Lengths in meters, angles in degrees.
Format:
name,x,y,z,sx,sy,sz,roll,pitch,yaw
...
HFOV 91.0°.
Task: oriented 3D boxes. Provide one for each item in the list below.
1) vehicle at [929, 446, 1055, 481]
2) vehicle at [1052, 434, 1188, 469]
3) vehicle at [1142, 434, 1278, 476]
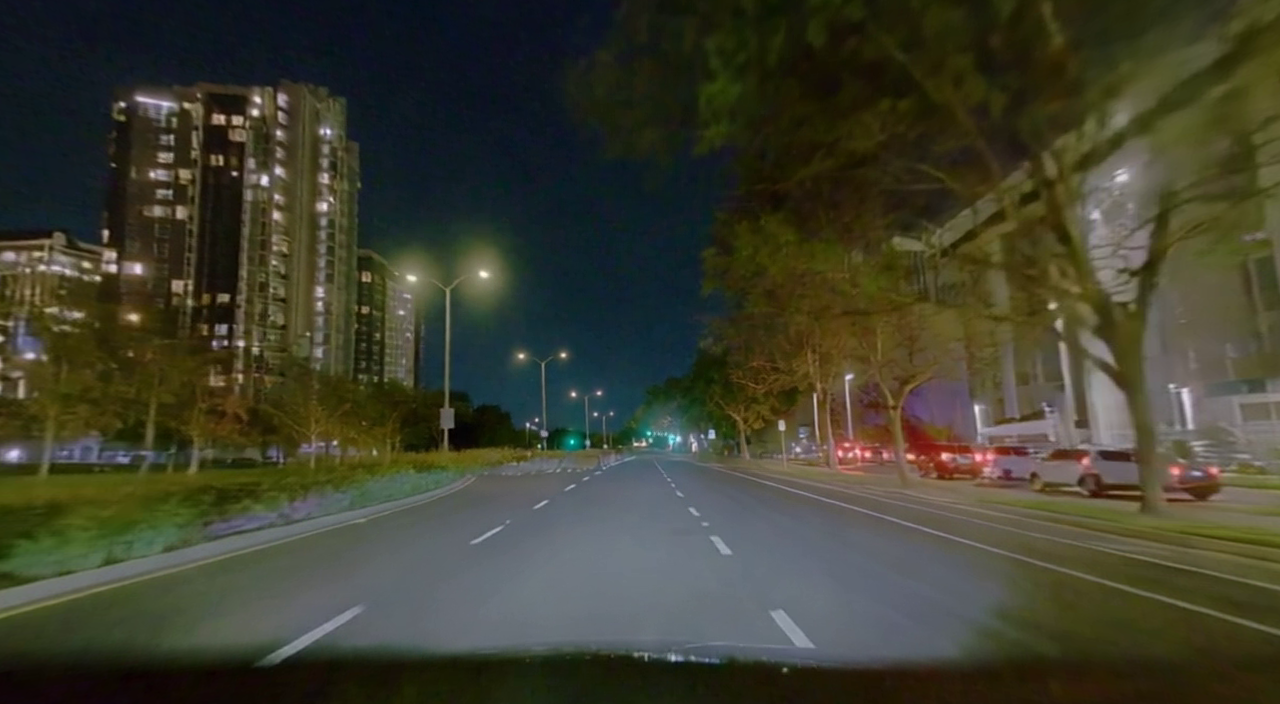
name,x,y,z,sx,sy,sz,roll,pitch,yaw
vehicle,15.395,4.902,27.718,4.331,1.469,2.008,0,-9,2
vehicle,26.927,5.604,35.492,5.663,1.895,2.229,-1,-9,3
vehicle,27.500,4.963,30.484,4.627,1.659,1.882,-3,-7,0
